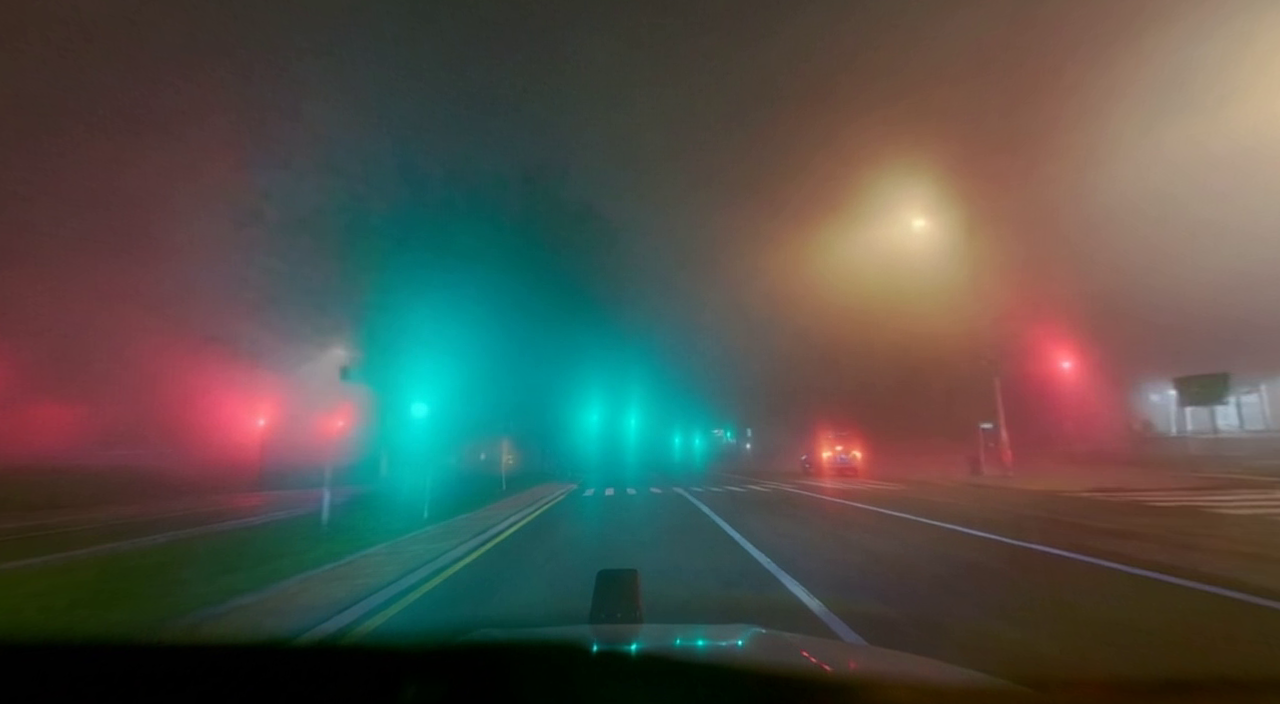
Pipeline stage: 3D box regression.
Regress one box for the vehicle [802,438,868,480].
[{"bbox_3d":[9.967,5.545,32.709,2.101,1.957,4.718,0,-10,3],"label":"vehicle"}]
